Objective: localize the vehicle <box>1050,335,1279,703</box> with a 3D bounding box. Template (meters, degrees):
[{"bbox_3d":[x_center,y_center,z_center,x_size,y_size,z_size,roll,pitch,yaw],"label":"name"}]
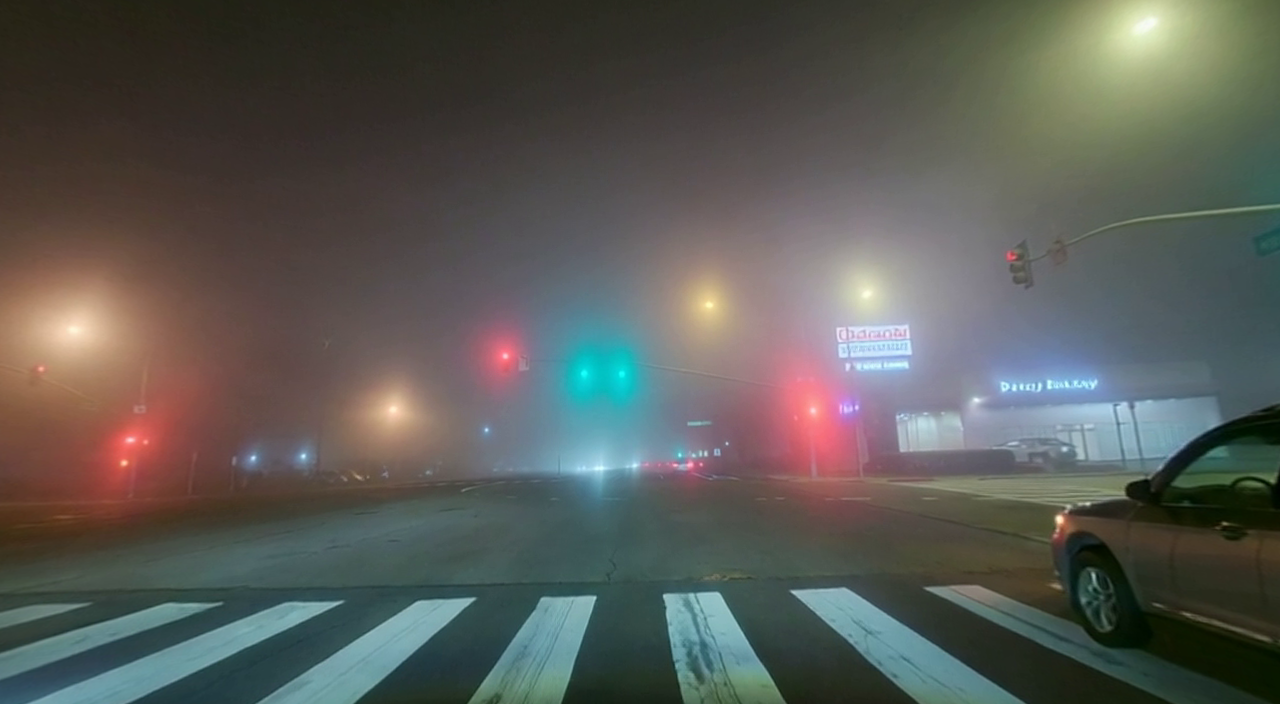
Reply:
[{"bbox_3d":[3.294,0.630,1.132,1.973,1.697,4.377,0,-8,-3],"label":"vehicle"}]
